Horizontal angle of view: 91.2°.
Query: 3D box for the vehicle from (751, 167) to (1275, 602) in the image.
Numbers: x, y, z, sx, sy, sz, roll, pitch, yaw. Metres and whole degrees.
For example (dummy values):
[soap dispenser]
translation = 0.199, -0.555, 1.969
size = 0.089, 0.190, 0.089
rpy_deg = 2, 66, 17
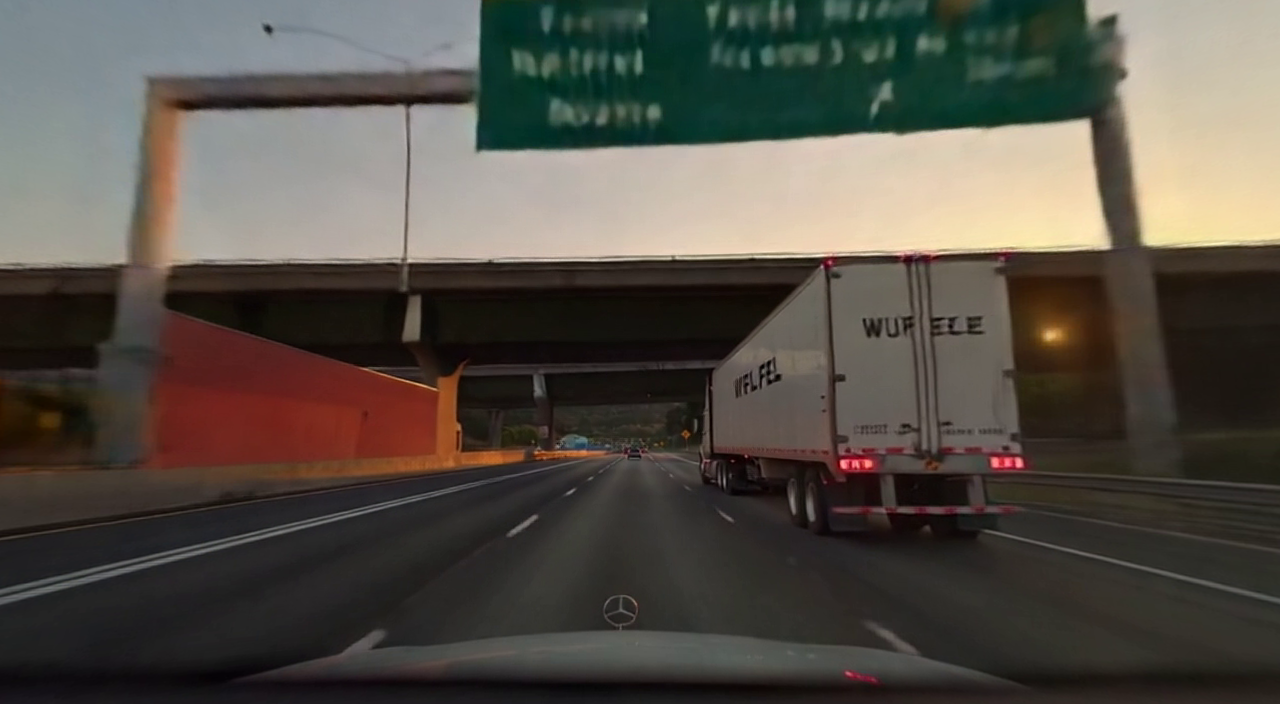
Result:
[vehicle]
translation = 4.068, 0.856, 10.031
size = 2.869, 4.013, 8.610
rpy_deg = 0, -9, -1
